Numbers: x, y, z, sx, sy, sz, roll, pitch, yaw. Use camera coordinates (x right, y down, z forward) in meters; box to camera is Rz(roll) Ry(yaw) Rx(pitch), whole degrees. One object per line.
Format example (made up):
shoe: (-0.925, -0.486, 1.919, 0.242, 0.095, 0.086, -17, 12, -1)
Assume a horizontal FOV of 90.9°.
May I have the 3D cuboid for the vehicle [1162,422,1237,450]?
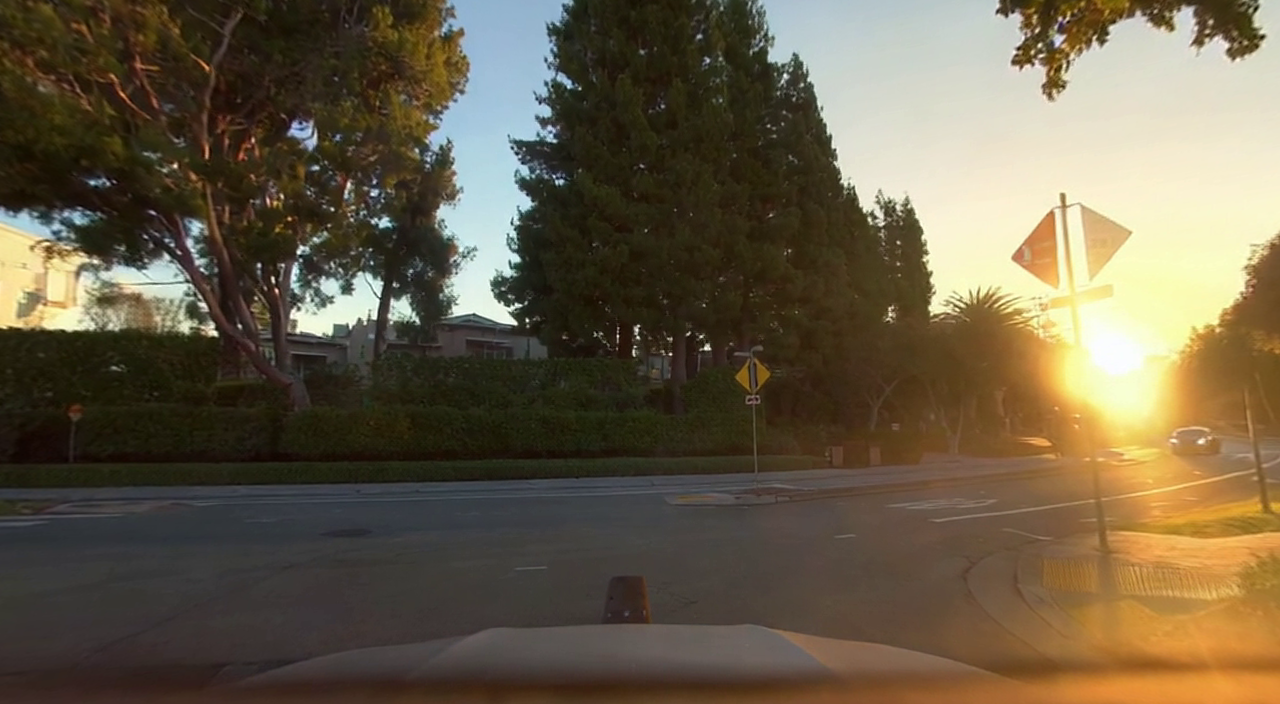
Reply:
vehicle: (31.056, 4.693, 34.940, 4.473, 1.474, 2.108, 6, -10, -37)
